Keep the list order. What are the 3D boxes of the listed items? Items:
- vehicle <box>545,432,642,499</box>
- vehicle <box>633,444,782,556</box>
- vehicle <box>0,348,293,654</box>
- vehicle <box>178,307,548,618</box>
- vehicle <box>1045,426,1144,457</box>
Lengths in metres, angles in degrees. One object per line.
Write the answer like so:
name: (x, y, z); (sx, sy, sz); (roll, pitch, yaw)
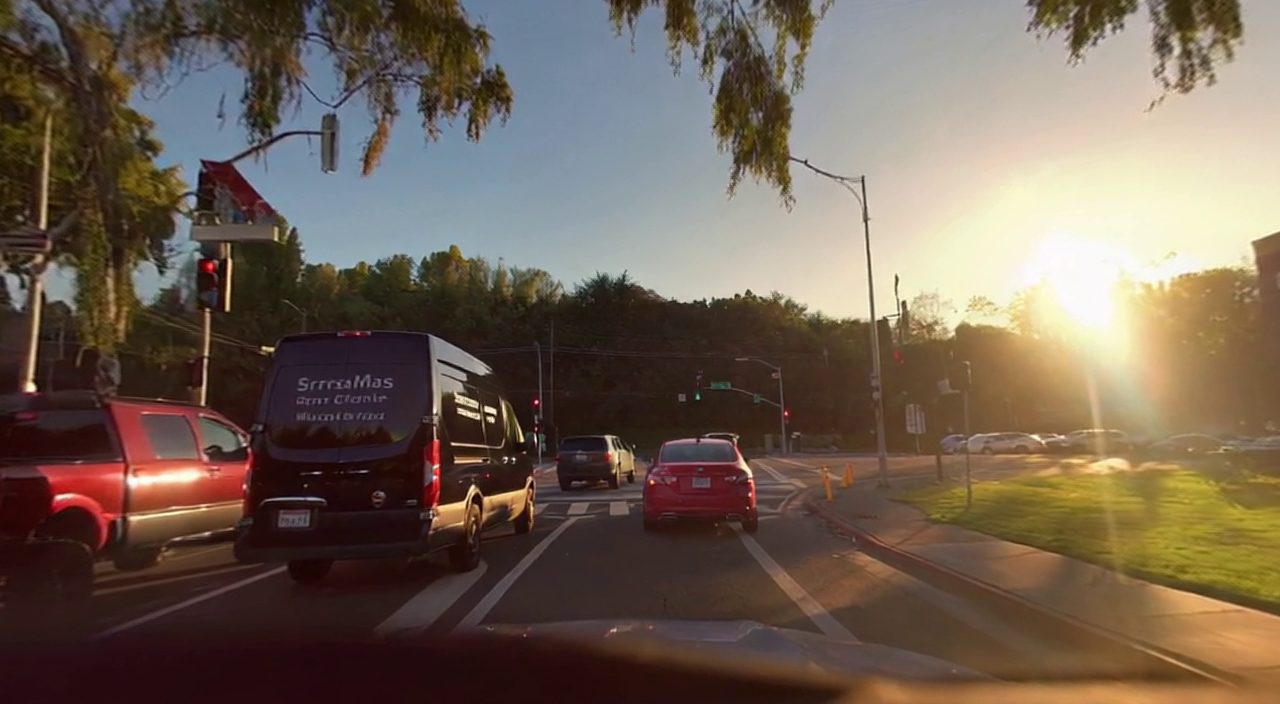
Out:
vehicle: (-1.346, 3.593, 20.360); (2.130, 1.876, 4.445); (-1, -9, 9)
vehicle: (1.337, 2.725, 12.429); (2.398, 1.773, 4.254); (-1, -9, 7)
vehicle: (-6.137, 1.364, 6.286); (2.352, 2.333, 5.197); (0, -9, -1)
vehicle: (-3.114, 1.469, 9.088); (2.555, 3.035, 5.702); (0, -9, 1)
vehicle: (30.915, 6.105, 42.915); (5.084, 2.041, 2.360); (1, -9, -8)
